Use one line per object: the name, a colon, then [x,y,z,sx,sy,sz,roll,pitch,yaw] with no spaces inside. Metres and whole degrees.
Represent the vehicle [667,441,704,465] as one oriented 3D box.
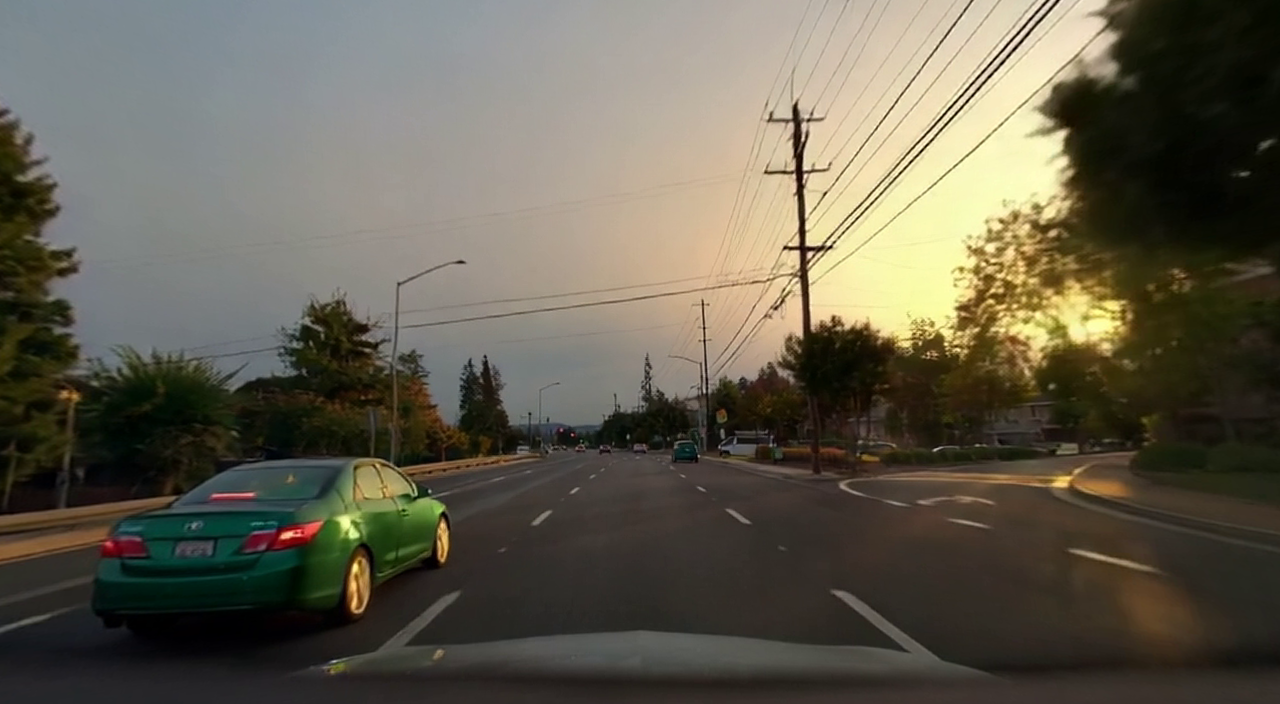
vehicle: [2.990,6.789,42.538,2.015,1.467,4.117,0,-8,-2]
